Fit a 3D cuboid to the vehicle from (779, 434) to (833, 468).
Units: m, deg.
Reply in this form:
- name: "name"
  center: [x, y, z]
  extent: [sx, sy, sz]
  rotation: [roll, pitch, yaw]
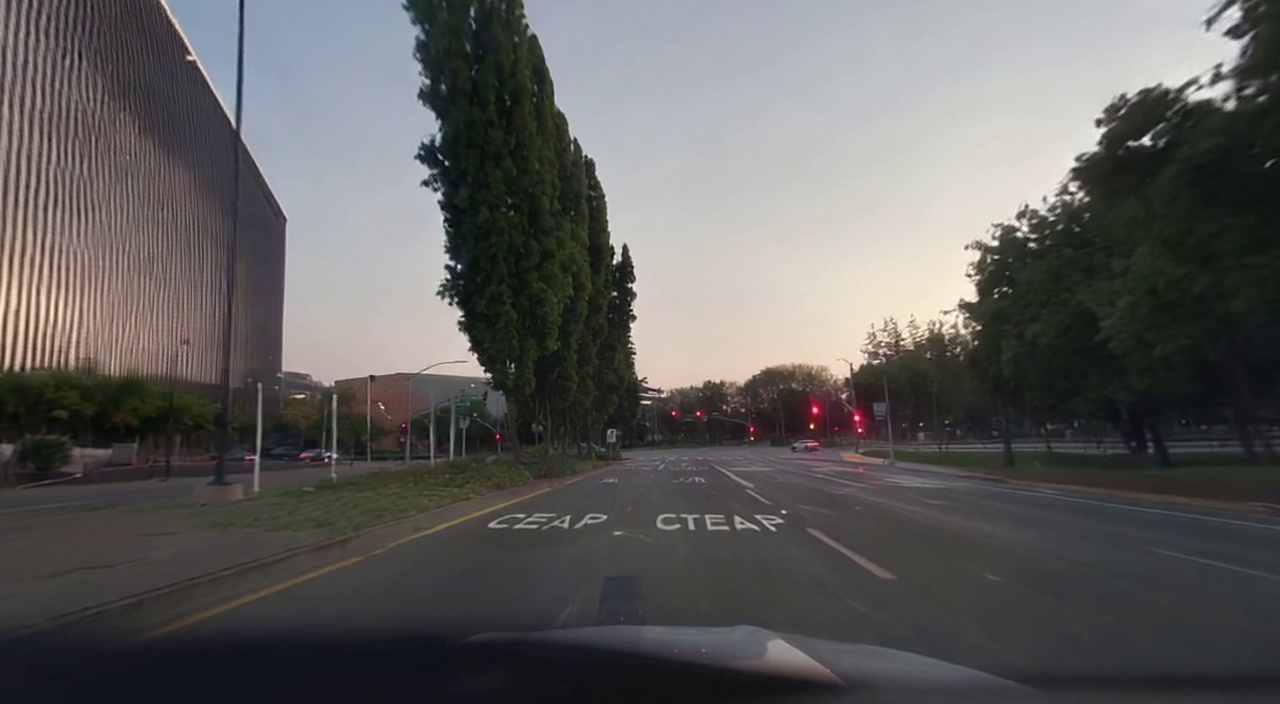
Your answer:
- name: "vehicle"
  center: [9.853, 5.917, 37.933]
  extent: [2.156, 1.881, 4.743]
  rotation: [0, -8, 2]
